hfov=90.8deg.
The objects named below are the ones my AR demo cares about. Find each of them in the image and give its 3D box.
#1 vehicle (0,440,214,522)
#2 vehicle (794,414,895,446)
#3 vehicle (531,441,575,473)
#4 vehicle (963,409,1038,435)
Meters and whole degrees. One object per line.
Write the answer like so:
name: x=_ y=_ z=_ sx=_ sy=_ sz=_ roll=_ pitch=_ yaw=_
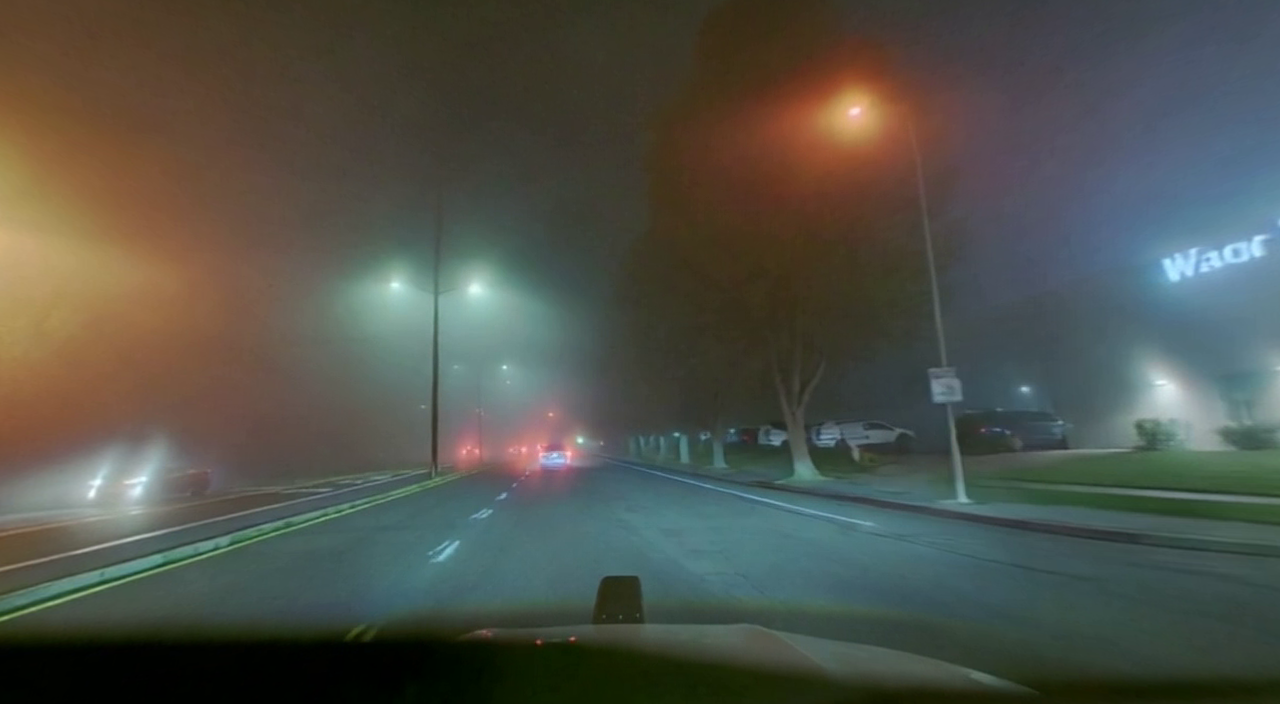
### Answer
vehicle: x=-13.535 y=3.181 z=16.271 sx=2.275 sy=1.752 sz=4.858 roll=1 pitch=-8 yaw=-8
vehicle: x=11.354 y=4.377 z=35.200 sx=4.851 sy=1.737 sz=2.189 roll=2 pitch=-9 yaw=-11
vehicle: x=-4.935 y=5.795 z=35.261 sx=2.197 sy=1.642 sz=4.312 roll=2 pitch=-9 yaw=-11
vehicle: x=25.311 y=4.976 z=44.580 sx=2.175 sy=1.626 sz=4.598 roll=1 pitch=-8 yaw=-7
